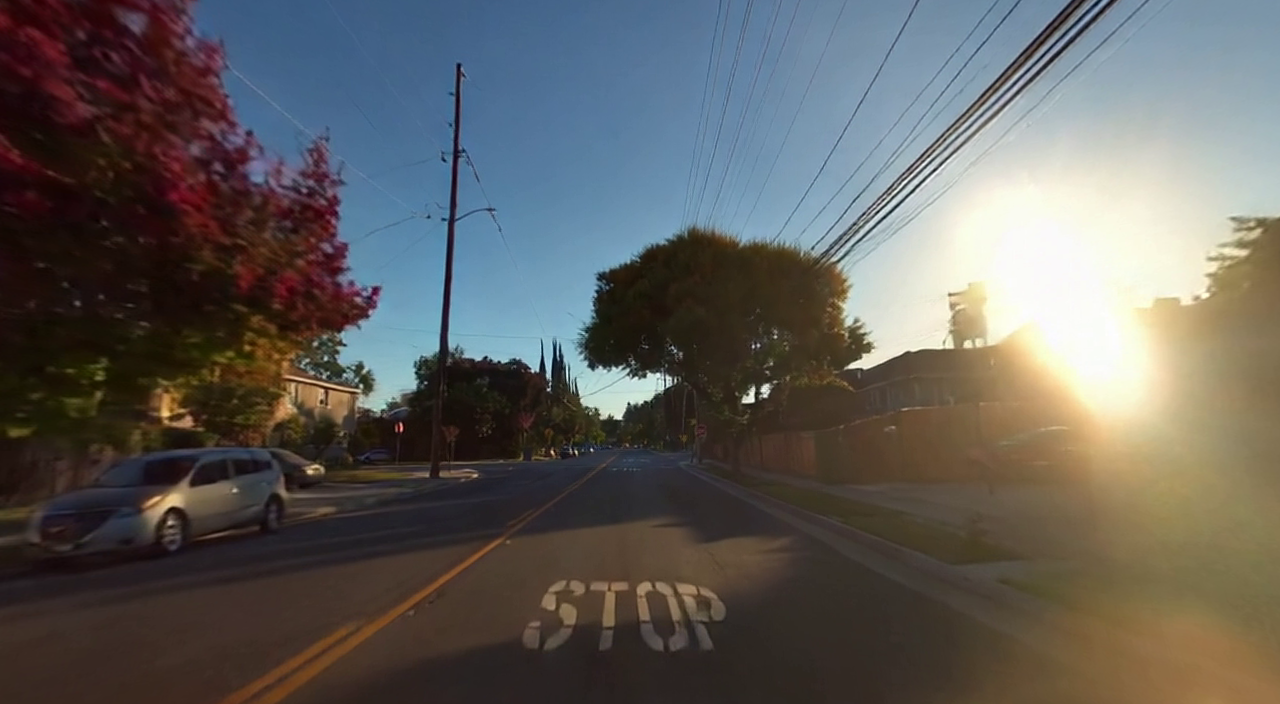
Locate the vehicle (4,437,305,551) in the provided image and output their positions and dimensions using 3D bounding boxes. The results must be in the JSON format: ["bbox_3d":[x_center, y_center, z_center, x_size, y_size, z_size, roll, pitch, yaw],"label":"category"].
[{"bbox_3d":[-8.488,2.449,11.633,2.047,1.679,3.948,-1,-9,8],"label":"vehicle"}]
